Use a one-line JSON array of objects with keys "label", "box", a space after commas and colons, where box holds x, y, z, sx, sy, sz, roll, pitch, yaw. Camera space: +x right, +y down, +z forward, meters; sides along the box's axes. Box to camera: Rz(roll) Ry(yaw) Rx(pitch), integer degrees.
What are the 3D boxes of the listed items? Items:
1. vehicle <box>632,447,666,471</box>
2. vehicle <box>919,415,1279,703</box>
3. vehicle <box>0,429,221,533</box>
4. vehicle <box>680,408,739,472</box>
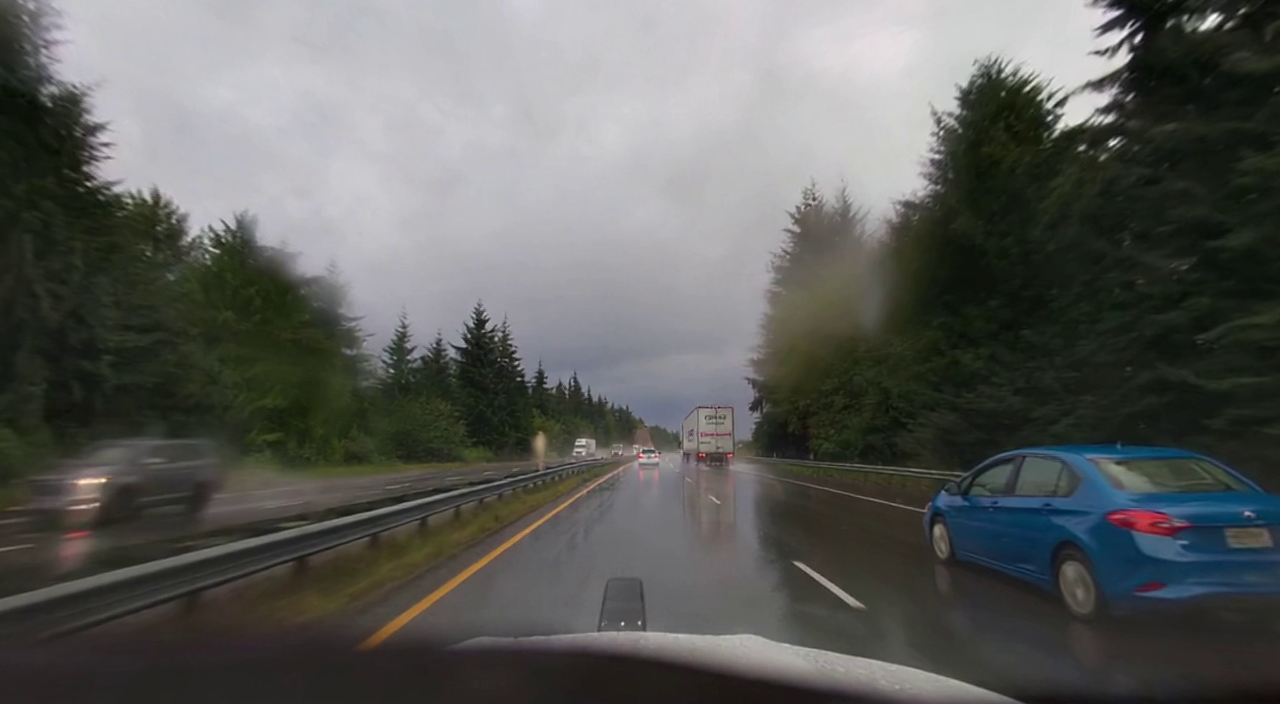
[{"label": "vehicle", "box": [0.582, 6.952, 40.963, 2.074, 1.475, 3.960, 0, -9, 1]}, {"label": "vehicle", "box": [4.264, 1.394, 5.221, 2.169, 1.531, 3.775, 0, -9, 0]}, {"label": "vehicle", "box": [-12.493, 2.858, 14.581, 2.134, 1.960, 4.875, 0, -9, 1]}, {"label": "vehicle", "box": [4.864, 6.706, 47.196, 2.909, 4.074, 14.457, 0, -9, 1]}]
